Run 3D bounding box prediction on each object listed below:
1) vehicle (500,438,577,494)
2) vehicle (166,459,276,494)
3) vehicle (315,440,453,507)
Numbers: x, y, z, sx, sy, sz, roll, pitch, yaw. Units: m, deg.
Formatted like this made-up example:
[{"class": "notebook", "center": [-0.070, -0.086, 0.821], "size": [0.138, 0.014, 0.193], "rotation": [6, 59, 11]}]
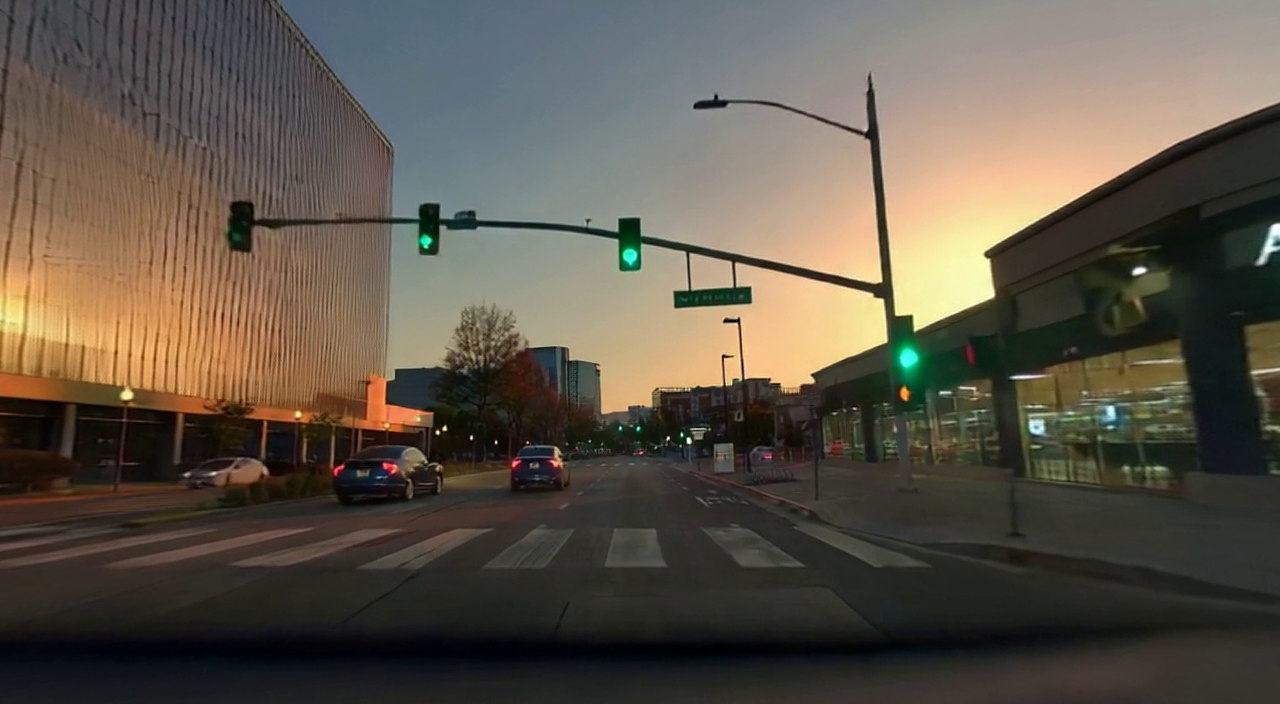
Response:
[{"class": "vehicle", "center": [-3.411, 3.913, 22.094], "size": [2.052, 1.729, 4.195], "rotation": [0, -9, -1]}, {"class": "vehicle", "center": [-20.653, 6.131, 31.433], "size": [2.050, 1.519, 4.736], "rotation": [-1, -9, 2]}, {"class": "vehicle", "center": [-6.939, 3.304, 17.733], "size": [1.909, 1.605, 4.561], "rotation": [0, -8, 1]}]
